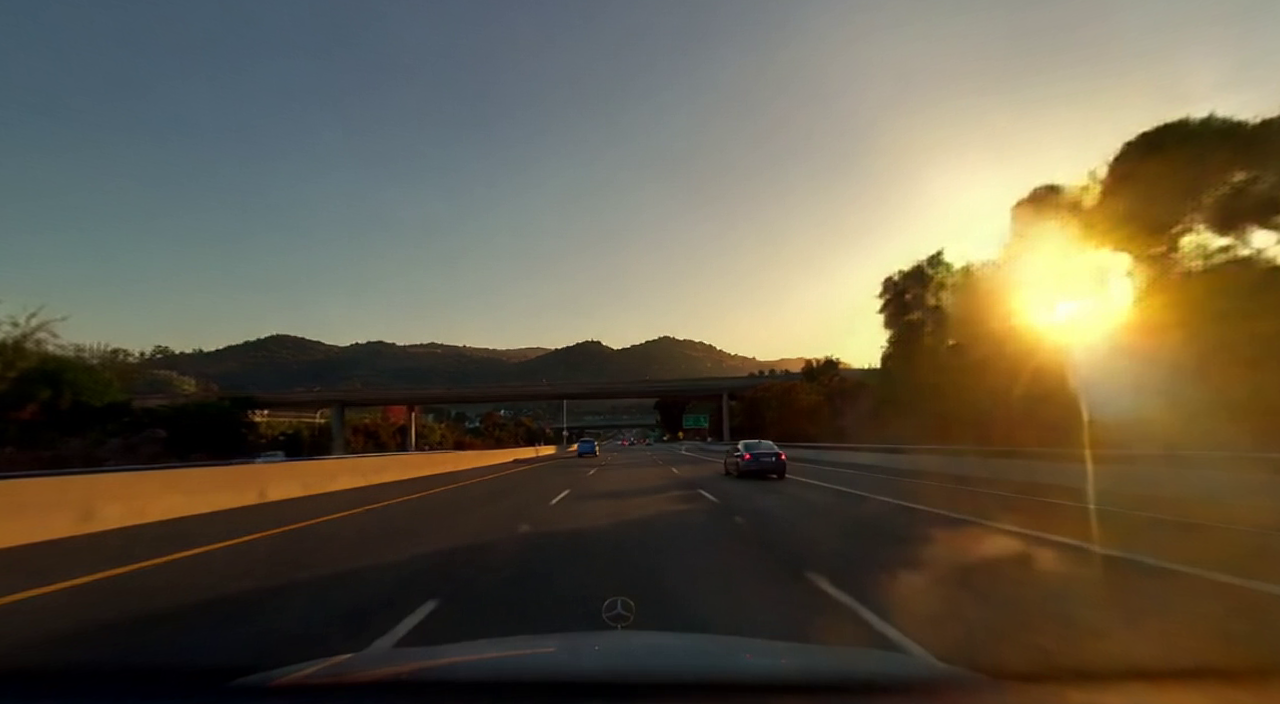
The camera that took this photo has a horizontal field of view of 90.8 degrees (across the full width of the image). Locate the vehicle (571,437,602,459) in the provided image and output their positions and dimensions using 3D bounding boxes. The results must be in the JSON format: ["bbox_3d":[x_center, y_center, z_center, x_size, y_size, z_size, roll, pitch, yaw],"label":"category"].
[{"bbox_3d":[-4.109,7.490,49.343,2.048,1.618,4.424,0,-8,0],"label":"vehicle"}]

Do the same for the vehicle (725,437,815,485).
[{"bbox_3d":[4.380,3.745,22.083,2.060,1.485,4.274,0,-9,-2],"label":"vehicle"}]
